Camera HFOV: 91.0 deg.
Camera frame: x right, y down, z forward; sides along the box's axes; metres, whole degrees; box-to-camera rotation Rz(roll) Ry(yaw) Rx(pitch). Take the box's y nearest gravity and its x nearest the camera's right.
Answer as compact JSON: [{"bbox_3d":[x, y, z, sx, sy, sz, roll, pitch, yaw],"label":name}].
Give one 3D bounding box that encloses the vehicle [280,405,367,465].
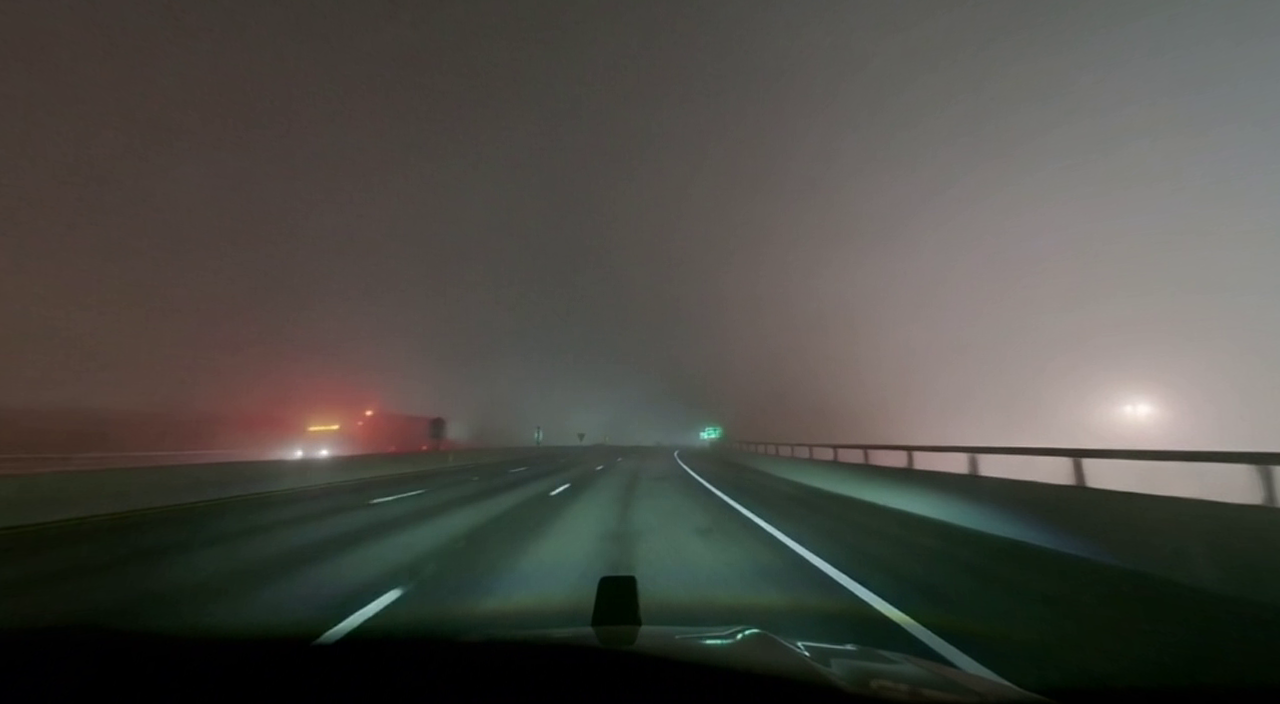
[{"bbox_3d":[-22.290,5.933,44.741,2.958,3.973,5.792,0,-8,2],"label":"vehicle"}]
